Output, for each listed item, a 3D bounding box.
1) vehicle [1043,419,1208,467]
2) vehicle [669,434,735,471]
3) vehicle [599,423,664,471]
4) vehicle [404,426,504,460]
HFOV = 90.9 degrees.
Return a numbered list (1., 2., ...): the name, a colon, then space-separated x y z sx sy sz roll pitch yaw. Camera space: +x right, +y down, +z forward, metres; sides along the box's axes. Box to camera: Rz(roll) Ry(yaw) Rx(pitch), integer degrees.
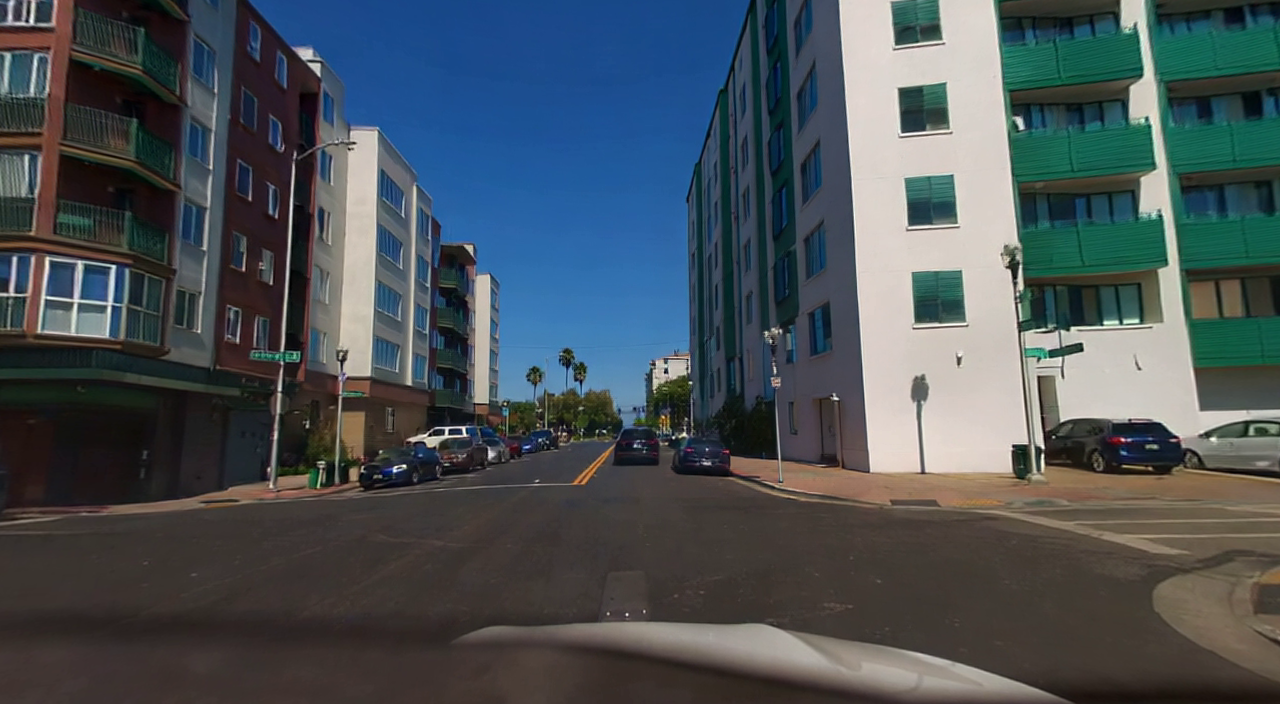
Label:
1. vehicle: 15.389 2.920 20.138 3.752 1.453 1.709 0 -9 2
2. vehicle: 2.541 4.298 27.056 2.290 1.456 4.503 0 -8 -1
3. vehicle: -0.477 4.048 26.958 2.412 1.834 4.636 1 -9 -5
4. vehicle: -11.439 5.596 38.868 5.540 1.950 2.113 4 -12 -28
